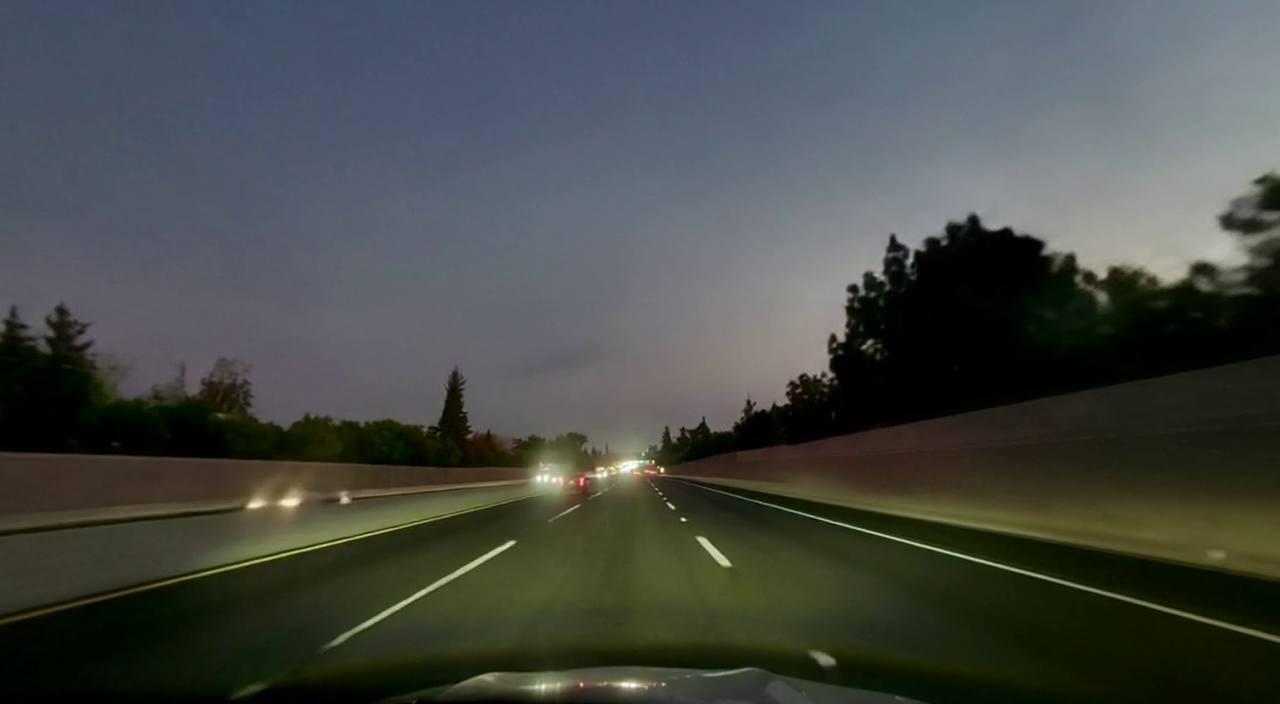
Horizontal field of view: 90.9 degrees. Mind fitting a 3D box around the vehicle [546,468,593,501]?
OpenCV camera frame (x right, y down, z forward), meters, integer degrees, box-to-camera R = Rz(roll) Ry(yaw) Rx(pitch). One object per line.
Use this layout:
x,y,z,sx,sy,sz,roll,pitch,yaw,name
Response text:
-3.429,6.533,31.290,1.863,1.486,3.852,1,-10,0,vehicle
